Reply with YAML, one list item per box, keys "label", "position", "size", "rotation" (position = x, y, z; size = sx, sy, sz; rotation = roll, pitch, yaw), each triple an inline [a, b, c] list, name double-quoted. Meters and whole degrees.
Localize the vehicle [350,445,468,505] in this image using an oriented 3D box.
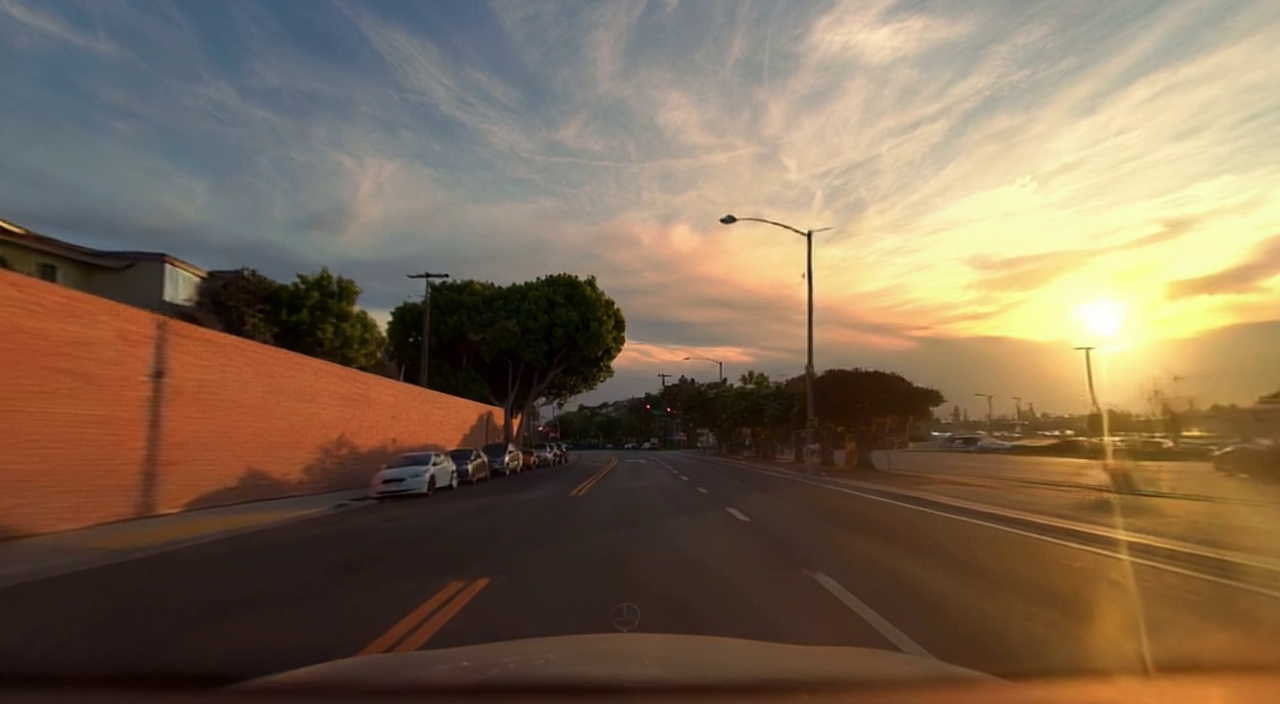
- label: "vehicle"
  position: [-6.827, 3.640, 19.246]
  size: [1.989, 1.485, 4.218]
  rotation: [1, -8, 0]
